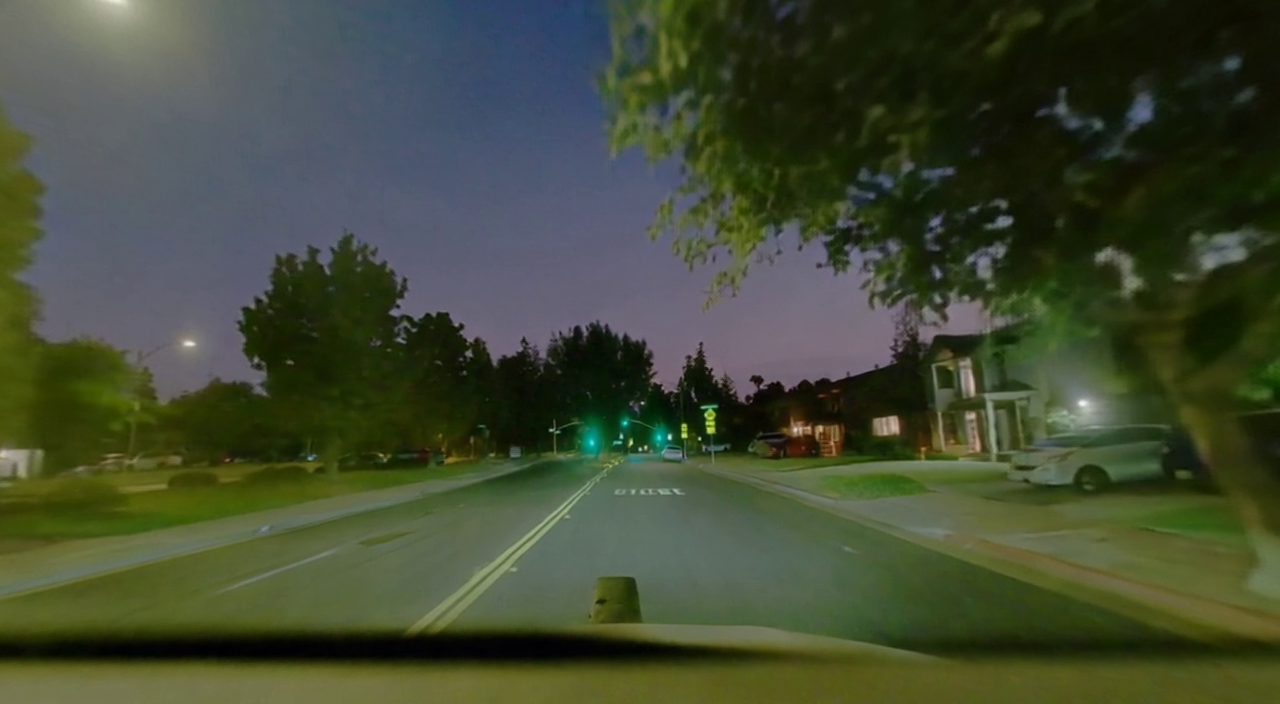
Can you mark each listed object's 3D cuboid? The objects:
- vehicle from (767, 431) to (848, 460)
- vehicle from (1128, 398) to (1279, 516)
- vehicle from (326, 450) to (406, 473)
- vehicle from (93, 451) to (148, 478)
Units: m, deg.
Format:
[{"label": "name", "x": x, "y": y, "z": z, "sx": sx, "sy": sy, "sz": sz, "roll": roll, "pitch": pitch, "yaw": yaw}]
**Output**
[{"label": "vehicle", "x": 11.074, "y": 6.237, "z": 42.031, "sx": 4.750, "sy": 1.658, "sz": 1.902, "roll": -2, "pitch": -10, "yaw": 0}, {"label": "vehicle", "x": 10.576, "y": 1.584, "z": 10.100, "sx": 3.933, "sy": 1.645, "sz": 1.832, "roll": -2, "pitch": -8, "yaw": -2}, {"label": "vehicle", "x": -19.132, "y": 7.659, "z": 44.253, "sx": 4.691, "sy": 1.483, "sz": 1.955, "roll": 8, "pitch": -12, "yaw": -44}, {"label": "vehicle", "x": -35.899, "y": 7.782, "z": 43.626, "sx": 4.938, "sy": 1.720, "sz": 1.926, "roll": -9, "pitch": -14, "yaw": 40}]
